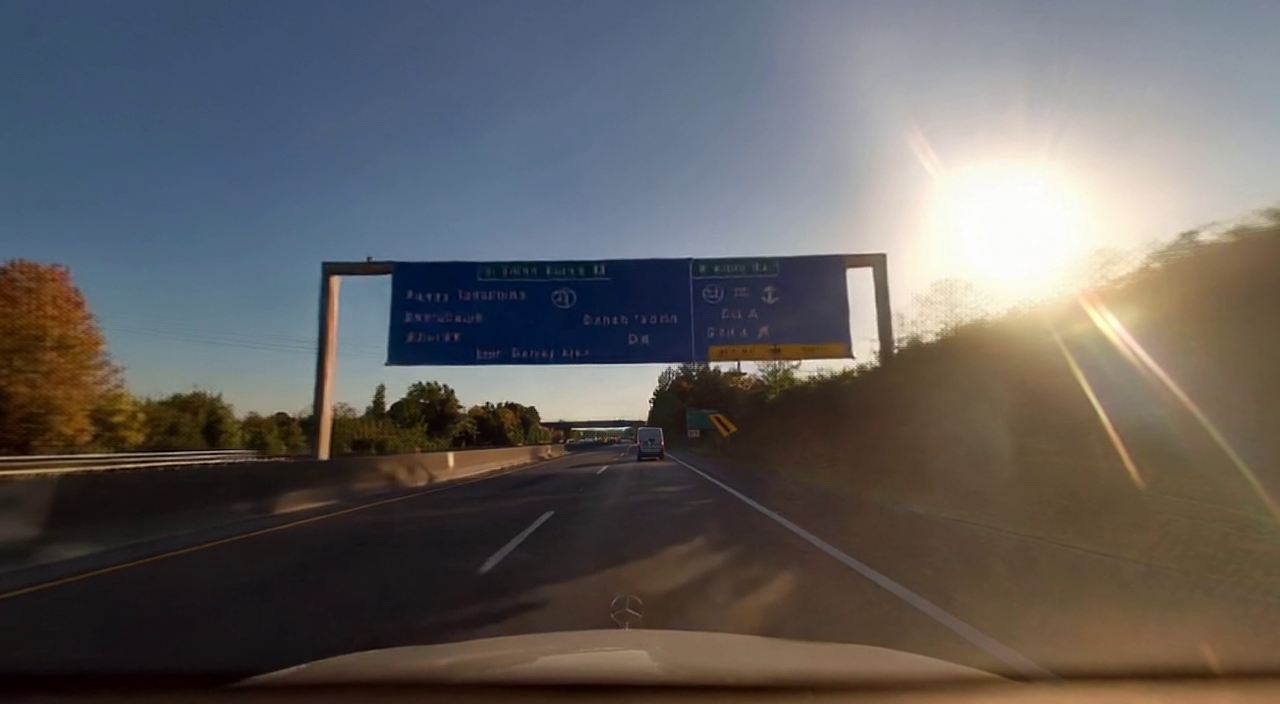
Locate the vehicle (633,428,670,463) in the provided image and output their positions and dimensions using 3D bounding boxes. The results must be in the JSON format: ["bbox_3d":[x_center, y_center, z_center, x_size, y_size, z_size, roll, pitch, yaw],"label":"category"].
[{"bbox_3d":[0.743,5.997,40.363,2.277,2.109,4.922,0,-8,1],"label":"vehicle"}]
